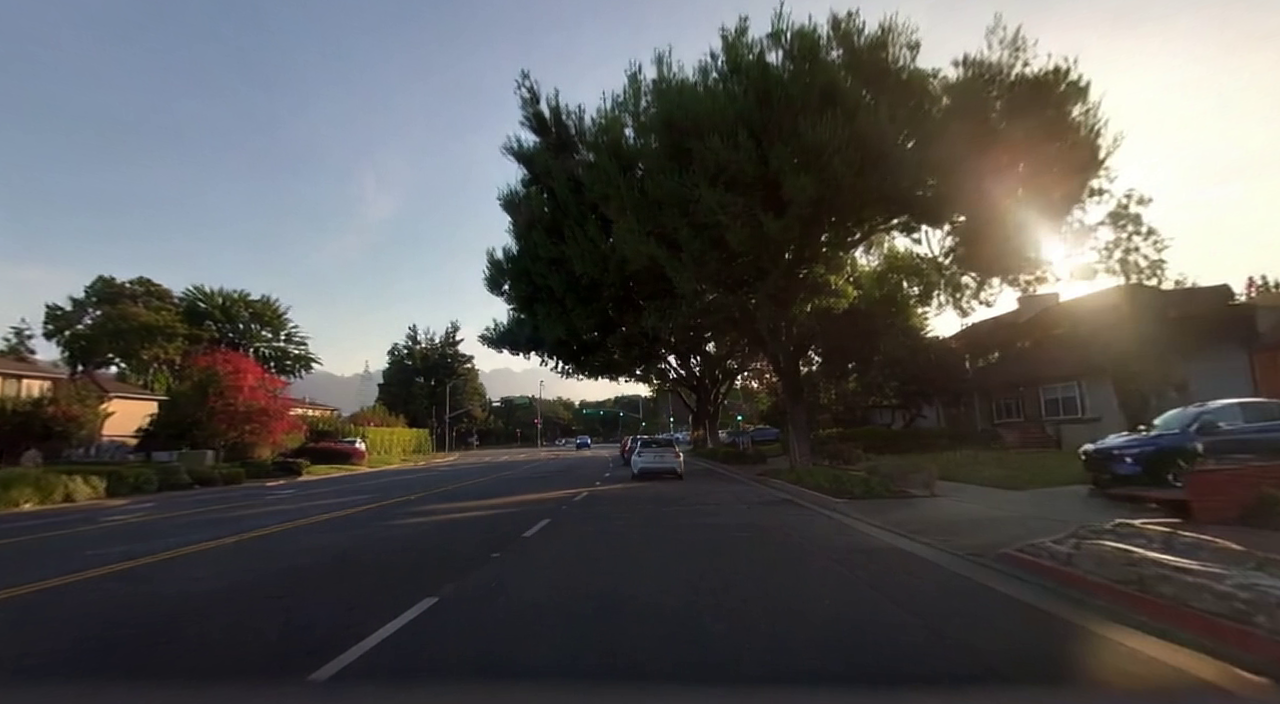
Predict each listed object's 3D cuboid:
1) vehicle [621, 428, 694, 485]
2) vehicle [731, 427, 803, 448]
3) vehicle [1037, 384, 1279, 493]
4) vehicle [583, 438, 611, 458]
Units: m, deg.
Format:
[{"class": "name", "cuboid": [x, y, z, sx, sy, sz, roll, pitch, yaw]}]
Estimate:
[{"class": "vehicle", "cuboid": [0.527, 3.314, 20.230, 2.088, 1.607, 3.903, 0, -8, 1]}, {"class": "vehicle", "cuboid": [9.272, 6.271, 46.139, 4.783, 1.514, 1.895, 2, -9, -14]}, {"class": "vehicle", "cuboid": [10.159, 1.451, 11.244, 4.746, 1.485, 1.916, -5, -8, 0]}, {"class": "vehicle", "cuboid": [-3.305, 7.446, 48.819, 2.040, 1.477, 4.199, 0, -8, -2]}]
